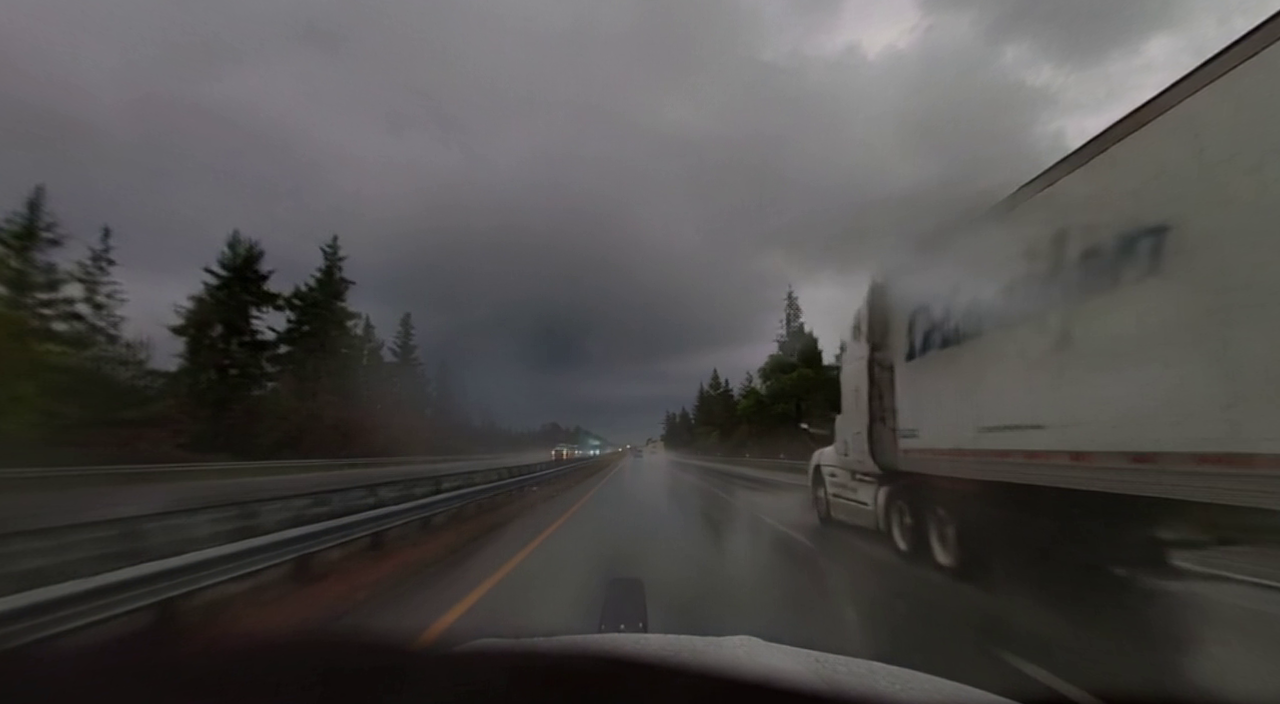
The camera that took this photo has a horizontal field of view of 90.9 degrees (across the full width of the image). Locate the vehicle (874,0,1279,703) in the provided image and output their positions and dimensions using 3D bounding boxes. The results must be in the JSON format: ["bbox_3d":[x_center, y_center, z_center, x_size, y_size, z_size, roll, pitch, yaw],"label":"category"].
[{"bbox_3d":[4.011,-0.245,1.035,2.876,3.419,11.591,0,-9,0],"label":"vehicle"}]
